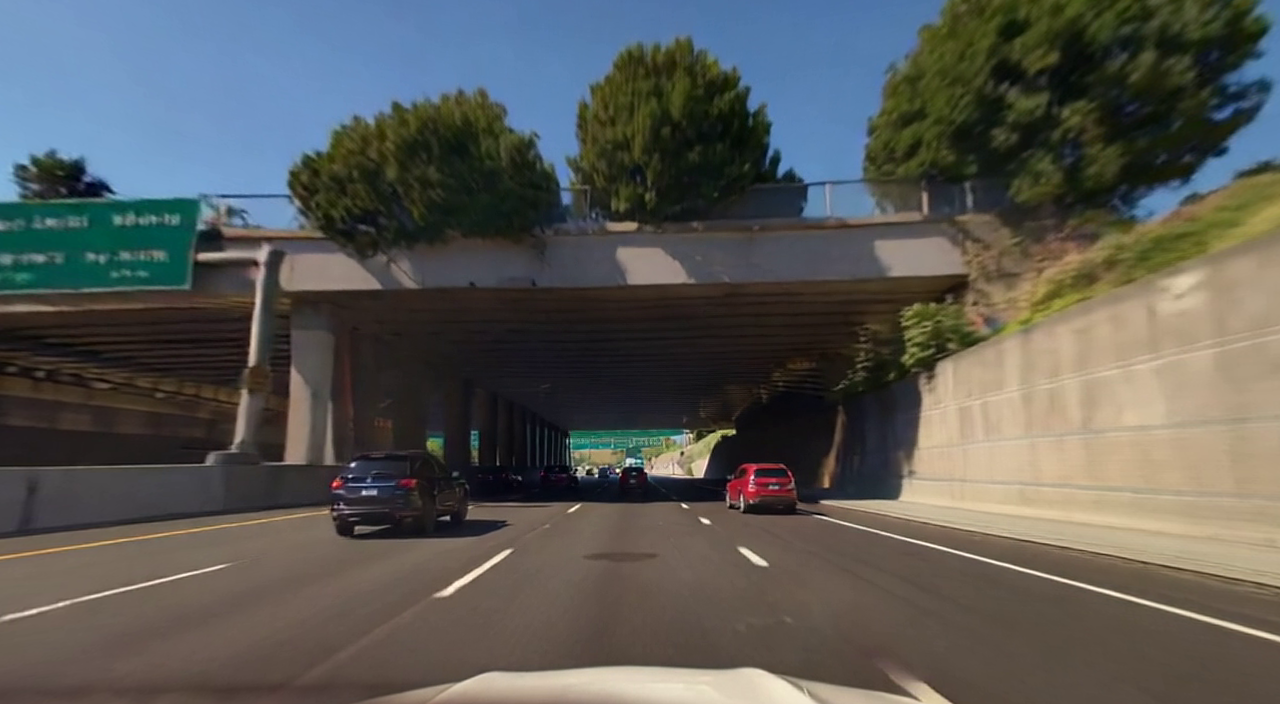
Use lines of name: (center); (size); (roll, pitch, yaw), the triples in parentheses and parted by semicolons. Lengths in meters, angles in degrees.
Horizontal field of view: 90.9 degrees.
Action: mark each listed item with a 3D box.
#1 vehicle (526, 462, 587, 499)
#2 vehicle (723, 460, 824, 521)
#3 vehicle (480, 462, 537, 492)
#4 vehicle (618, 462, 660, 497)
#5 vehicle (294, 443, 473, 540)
vehicle: (-3.713, 5.829, 28.806); (2.102, 1.521, 4.687); (1, -11, 0)
vehicle: (3.806, 4.037, 18.710); (1.992, 1.557, 4.017); (1, -11, -2)
vehicle: (-7.368, 7.080, 35.748); (2.142, 1.545, 4.708); (1, -11, 1)
vehicle: (-0.068, 6.467, 32.110); (1.992, 1.601, 3.762); (1, -11, 0)
vehicle: (-5.228, 2.942, 13.668); (2.069, 1.699, 4.452); (1, -11, -1)
